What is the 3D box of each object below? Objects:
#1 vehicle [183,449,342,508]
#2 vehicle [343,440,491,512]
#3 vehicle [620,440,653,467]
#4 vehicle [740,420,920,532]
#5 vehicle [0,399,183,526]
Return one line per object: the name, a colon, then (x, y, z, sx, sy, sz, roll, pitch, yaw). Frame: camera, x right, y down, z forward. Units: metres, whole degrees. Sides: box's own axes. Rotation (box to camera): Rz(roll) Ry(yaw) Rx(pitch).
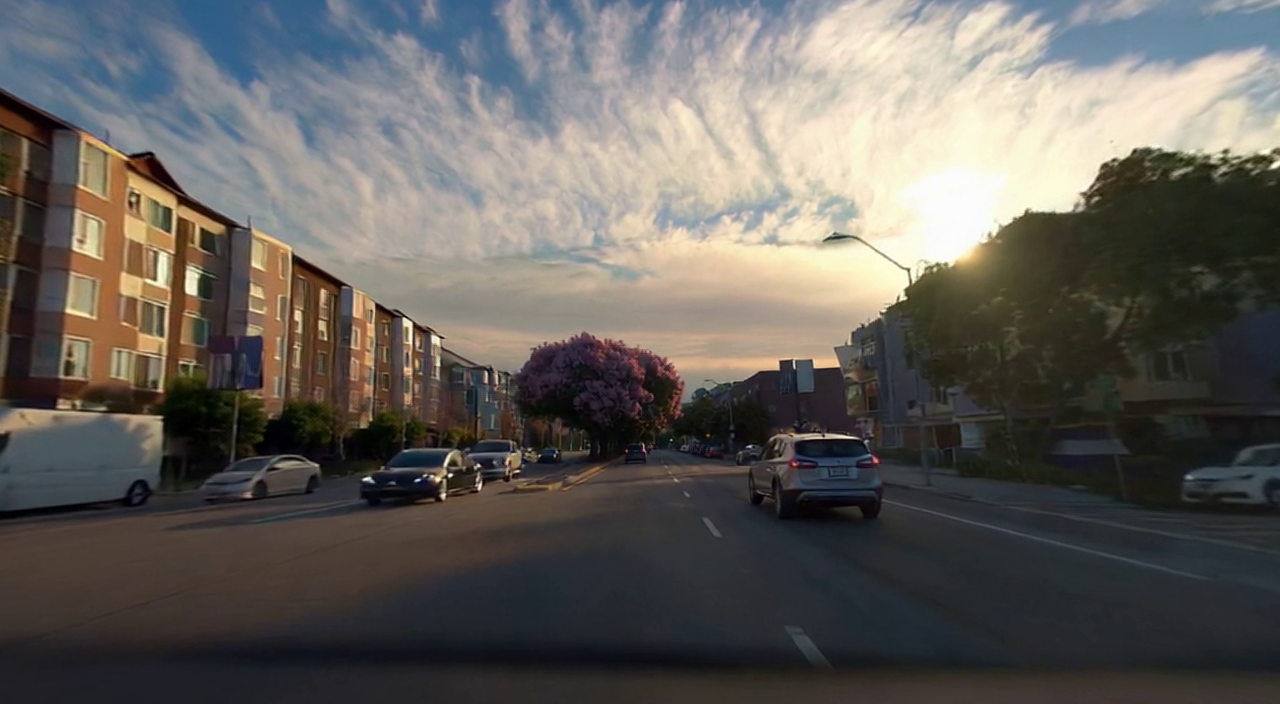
vehicle: (-11.353, 3.780, 19.435, 1.932, 1.521, 4.738, 0, -8, 1)
vehicle: (-5.592, 3.119, 16.546, 2.012, 1.501, 4.626, -2, -7, 3)
vehicle: (-0.239, 7.405, 46.167, 2.244, 1.813, 4.129, 0, -8, 0)
vehicle: (3.365, 2.290, 12.291, 2.071, 1.747, 4.549, 0, -8, 0)
vehicle: (-16.142, 2.903, 16.870, 2.449, 2.924, 6.859, 0, -8, 1)
